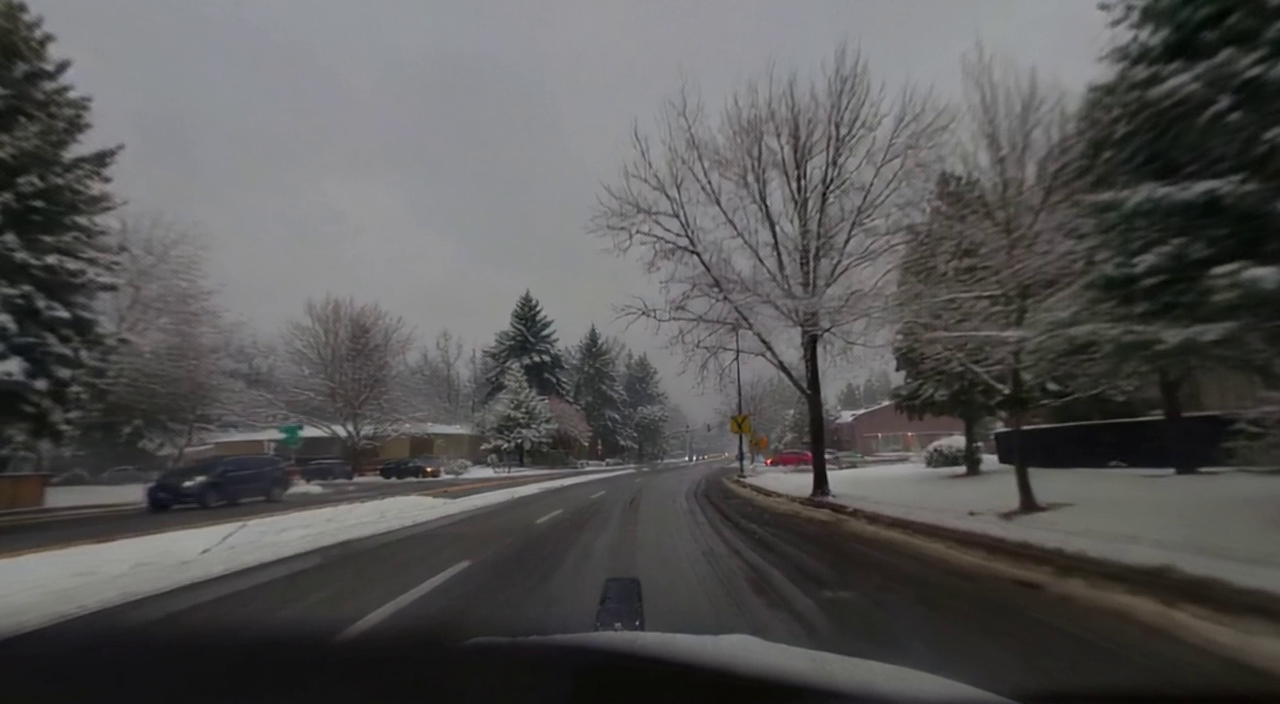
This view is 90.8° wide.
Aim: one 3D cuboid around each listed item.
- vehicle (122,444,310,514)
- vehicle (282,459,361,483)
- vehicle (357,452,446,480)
[{"bbox_3d":[-12.589,3.777,19.268,2.113,1.788,4.701,-3,-9,7],"label":"vehicle"},{"bbox_3d":[-24.162,9.027,48.050,4.861,1.784,1.947,1,-9,-7],"label":"vehicle"},{"bbox_3d":[-18.322,8.770,48.799,5.938,2.098,2.333,1,-9,-7],"label":"vehicle"}]
